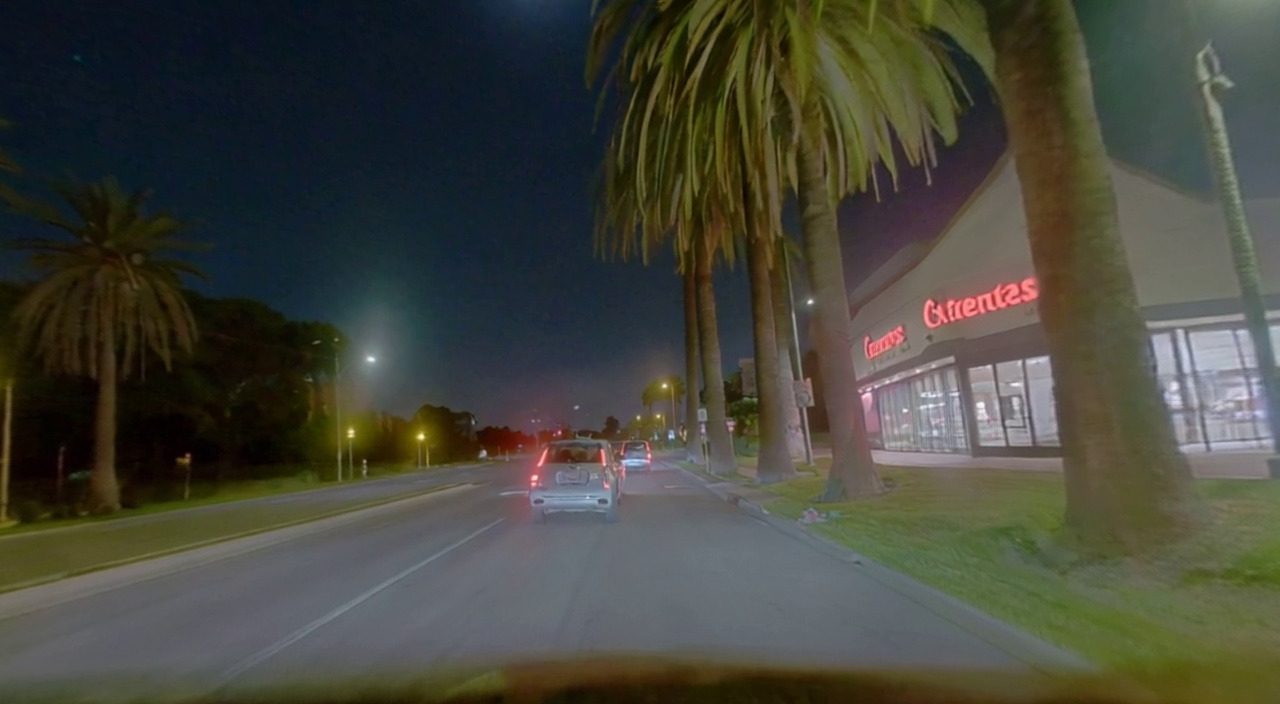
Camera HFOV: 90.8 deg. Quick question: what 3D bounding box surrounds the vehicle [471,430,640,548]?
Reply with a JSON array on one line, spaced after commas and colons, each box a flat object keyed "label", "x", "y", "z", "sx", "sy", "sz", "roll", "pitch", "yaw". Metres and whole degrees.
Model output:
[{"label": "vehicle", "x": -1.111, "y": 2.067, "z": 10.224, "sx": 2.169, "sy": 1.495, "sz": 4.048, "roll": 0, "pitch": -8, "yaw": -1}]
